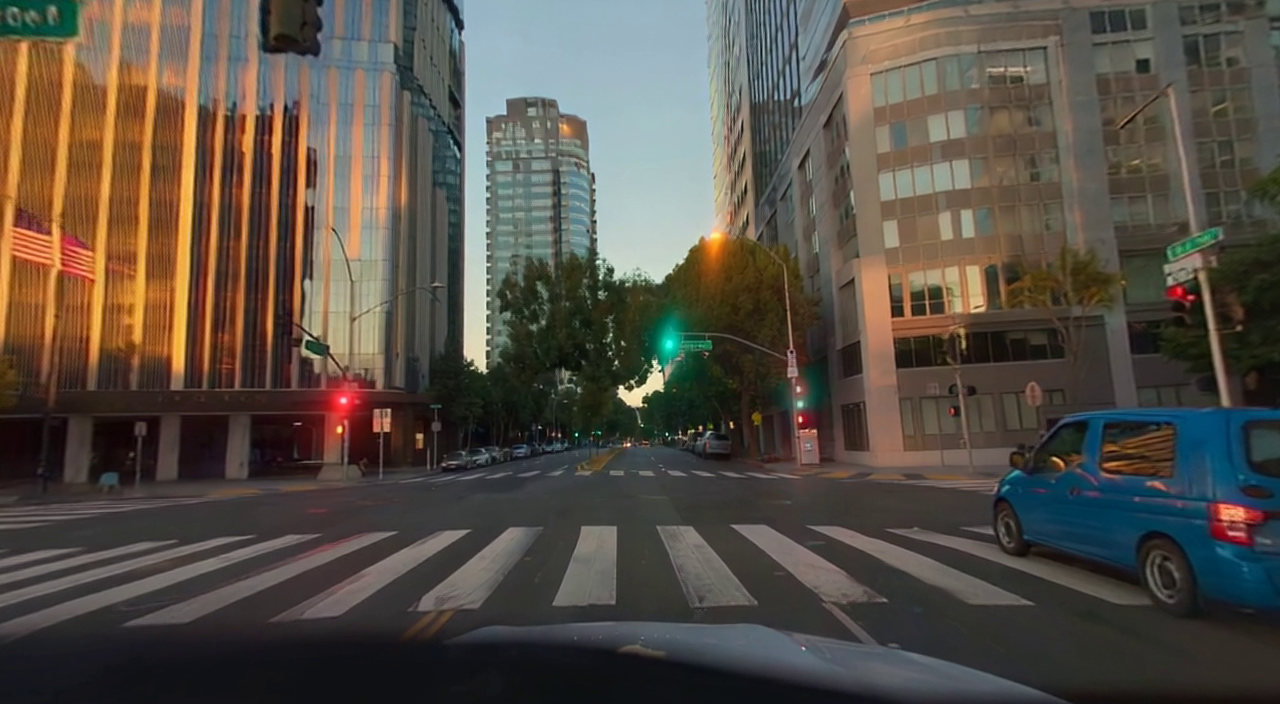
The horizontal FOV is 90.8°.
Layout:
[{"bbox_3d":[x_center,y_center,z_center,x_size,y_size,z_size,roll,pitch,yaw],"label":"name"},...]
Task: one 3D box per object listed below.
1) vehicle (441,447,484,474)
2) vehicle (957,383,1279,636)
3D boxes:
[{"bbox_3d":[-12.419,7.568,44.456,1.935,1.639,4.244,-3,-8,-2],"label":"vehicle"},{"bbox_3d":[5.577,1.399,6.362,2.070,1.804,4.881,0,-8,-2],"label":"vehicle"}]
